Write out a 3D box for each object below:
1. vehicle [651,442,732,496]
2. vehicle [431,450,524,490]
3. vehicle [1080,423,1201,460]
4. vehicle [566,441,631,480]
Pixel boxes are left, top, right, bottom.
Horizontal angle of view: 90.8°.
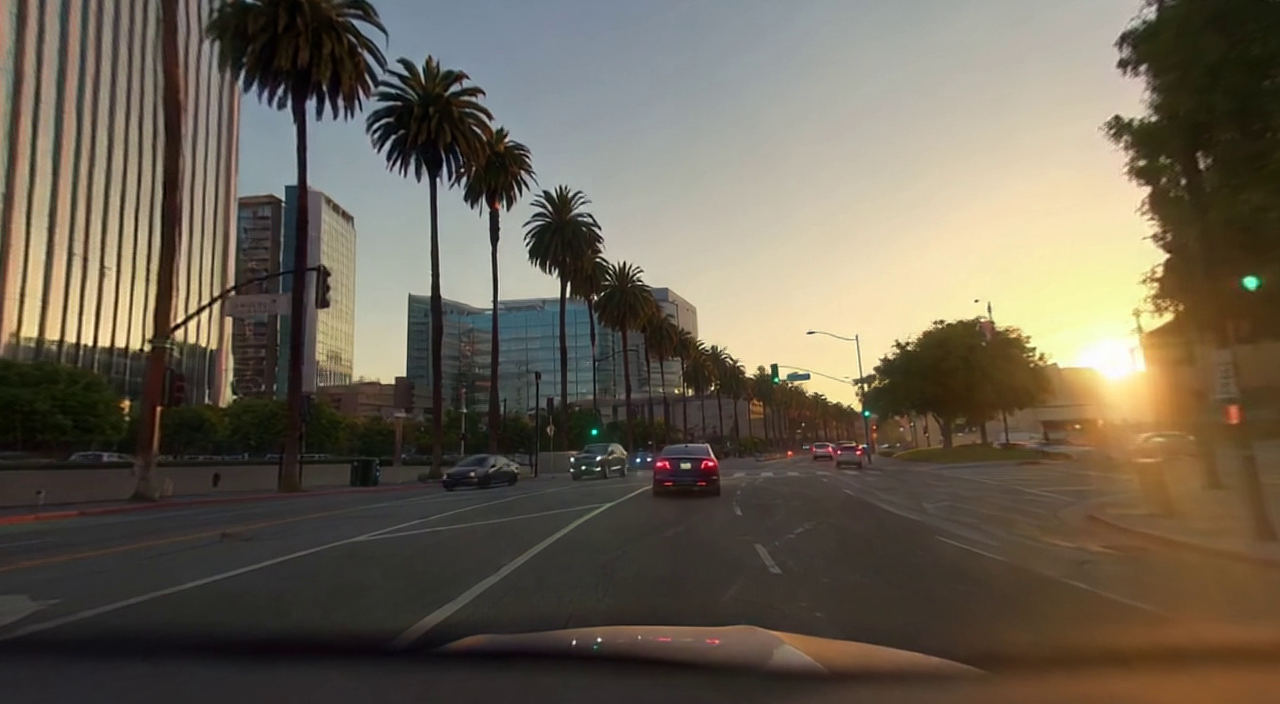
[{"bbox_3d":[1.714,3.556,19.608,2.096,1.492,4.071,-2,-9,10],"label":"vehicle"},{"bbox_3d":[-6.682,4.898,26.638,2.012,1.467,4.592,-2,-9,10],"label":"vehicle"},{"bbox_3d":[26.859,4.818,33.950,5.049,1.861,2.081,1,-9,-9],"label":"vehicle"},{"bbox_3d":[-1.942,5.278,30.925,2.013,1.746,4.366,-2,-9,13],"label":"vehicle"}]
